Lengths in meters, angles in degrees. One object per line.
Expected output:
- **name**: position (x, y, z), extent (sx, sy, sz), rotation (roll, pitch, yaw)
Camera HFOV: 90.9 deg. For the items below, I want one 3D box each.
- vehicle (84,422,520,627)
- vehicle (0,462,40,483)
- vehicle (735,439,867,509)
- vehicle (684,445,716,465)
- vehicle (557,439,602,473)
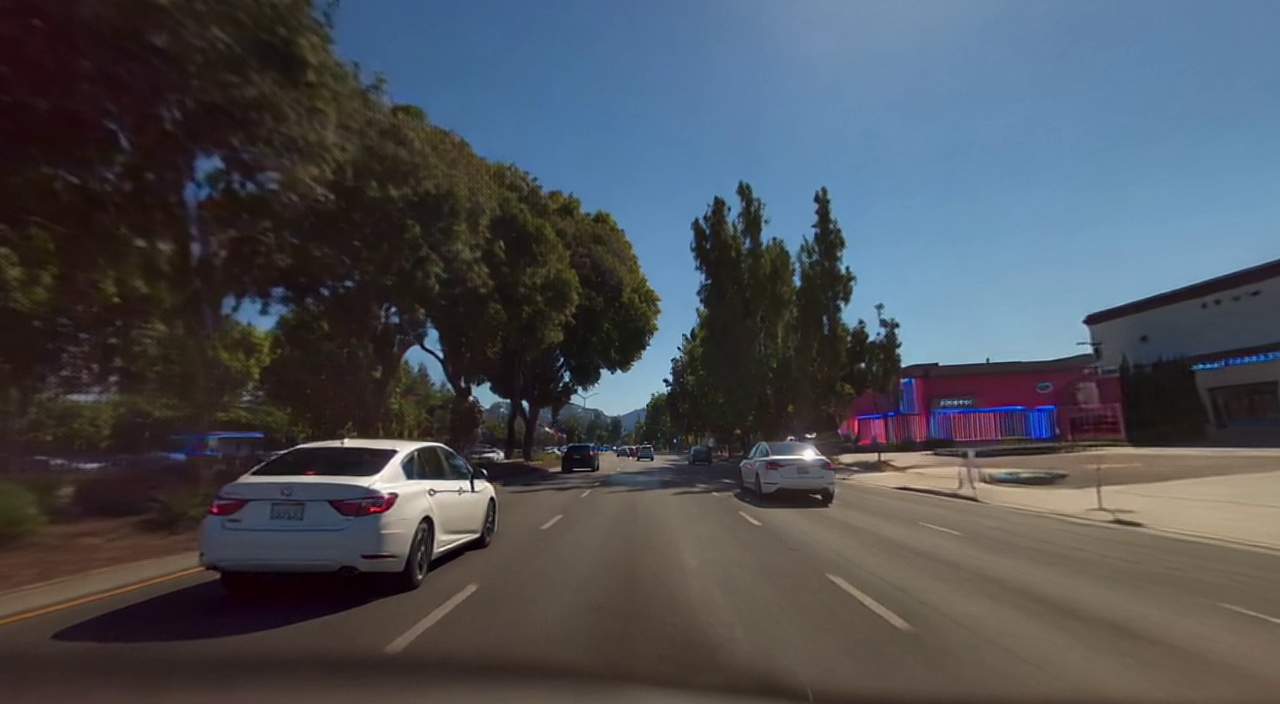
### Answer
- **vehicle**: position (-2.931, 1.620, 7.083), extent (2.082, 1.460, 4.922), rotation (0, -9, 1)
- **vehicle**: position (-49.188, 9.369, 48.876), extent (3.674, 1.448, 1.627), rotation (-2, -8, 3)
- **vehicle**: position (3.815, 2.968, 15.880), extent (2.036, 1.480, 4.659), rotation (0, -9, -1)
- **vehicle**: position (4.562, 7.949, 48.621), extent (1.996, 1.443, 4.270), rotation (0, -9, -1)
- **vehicle**: position (-3.257, 5.741, 34.992), extent (1.981, 1.731, 4.360), rotation (0, -9, 1)
